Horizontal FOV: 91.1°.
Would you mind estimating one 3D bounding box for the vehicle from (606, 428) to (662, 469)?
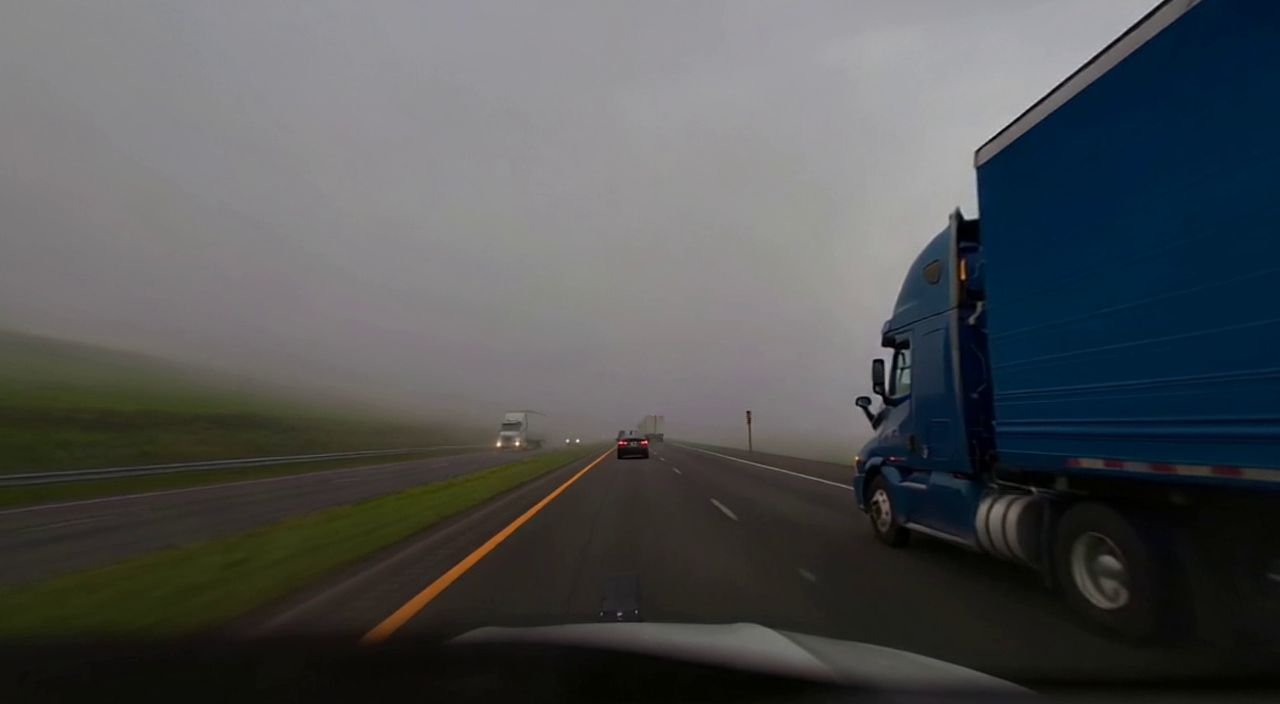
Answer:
[{"bbox_3d":[-0.275,4.097,26.981,2.216,1.623,4.220,0,-8,-1],"label":"vehicle"}]
